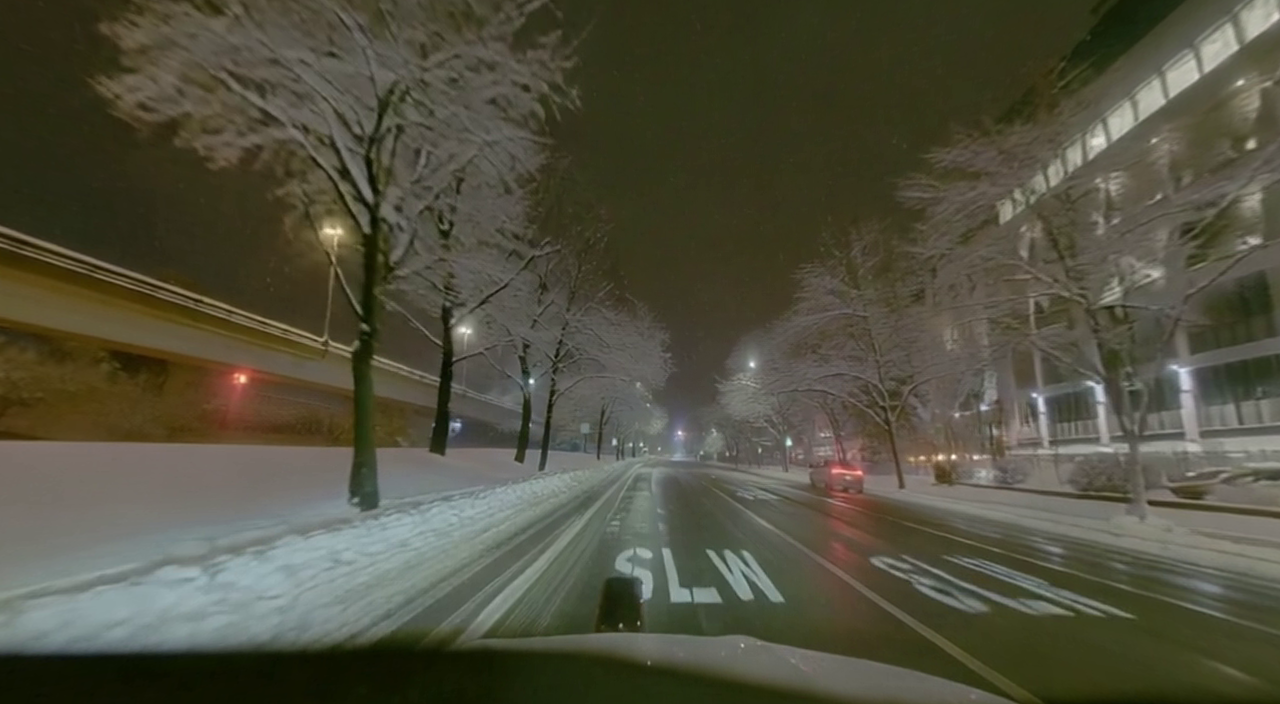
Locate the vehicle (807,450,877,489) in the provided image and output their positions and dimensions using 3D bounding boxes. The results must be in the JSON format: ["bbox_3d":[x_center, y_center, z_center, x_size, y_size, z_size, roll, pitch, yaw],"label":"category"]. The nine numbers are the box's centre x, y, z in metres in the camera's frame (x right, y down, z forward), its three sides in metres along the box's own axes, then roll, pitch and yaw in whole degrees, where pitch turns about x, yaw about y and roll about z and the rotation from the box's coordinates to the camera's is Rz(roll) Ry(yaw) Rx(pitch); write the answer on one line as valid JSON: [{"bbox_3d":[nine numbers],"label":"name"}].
[{"bbox_3d":[10.572,6.166,33.373,2.187,1.871,4.576,1,-9,0],"label":"vehicle"}]

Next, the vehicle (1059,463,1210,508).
[{"bbox_3d":[18.612,5.028,23.838,4.089,1.519,1.920,1,-9,-1],"label":"vehicle"}]

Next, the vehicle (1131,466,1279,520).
[{"bbox_3d":[19.692,4.660,21.001,4.635,1.552,2.334,0,-9,2],"label":"vehicle"}]
